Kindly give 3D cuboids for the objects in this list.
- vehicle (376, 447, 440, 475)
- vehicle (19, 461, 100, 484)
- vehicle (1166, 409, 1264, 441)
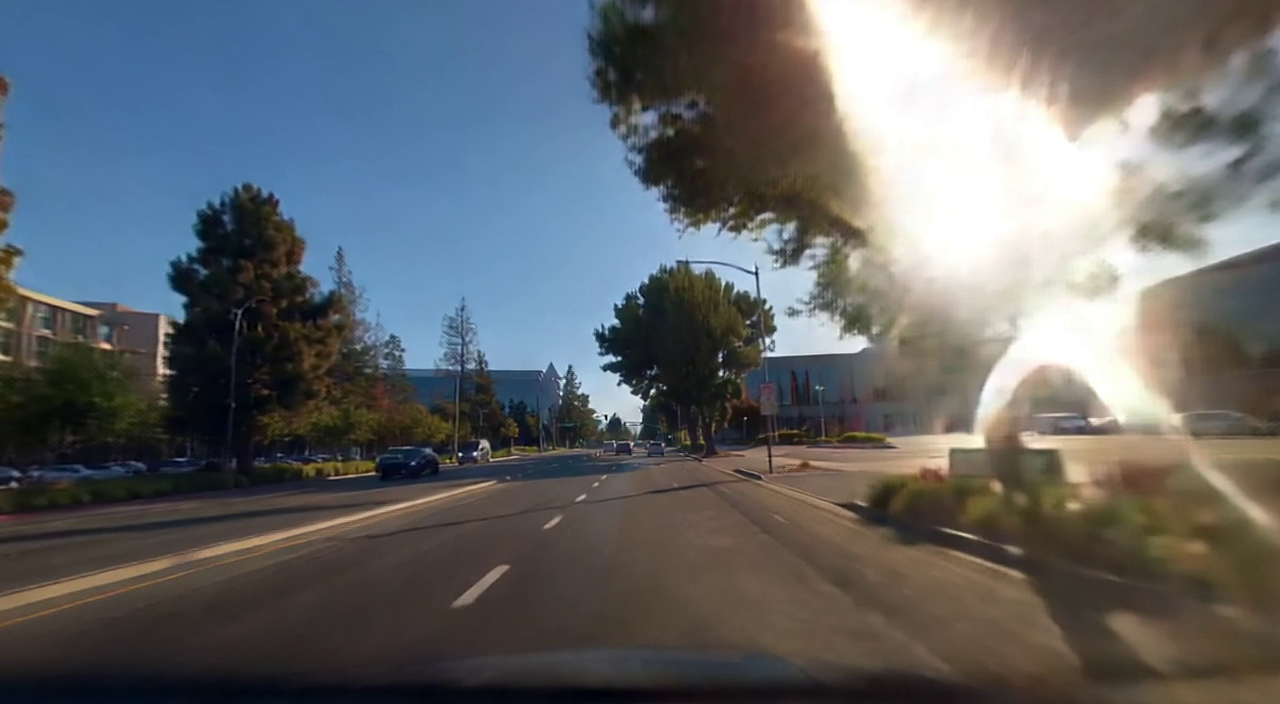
[{"bbox_3d":[-13.591,6.397,37.088,1.939,1.548,4.490,0,-8,2],"label":"vehicle"},{"bbox_3d":[-41.905,8.690,45.323,4.101,1.465,1.819,0,-8,3],"label":"vehicle"},{"bbox_3d":[39.046,5.009,42.819,2.045,2.000,4.878,-1,-8,0],"label":"vehicle"}]
